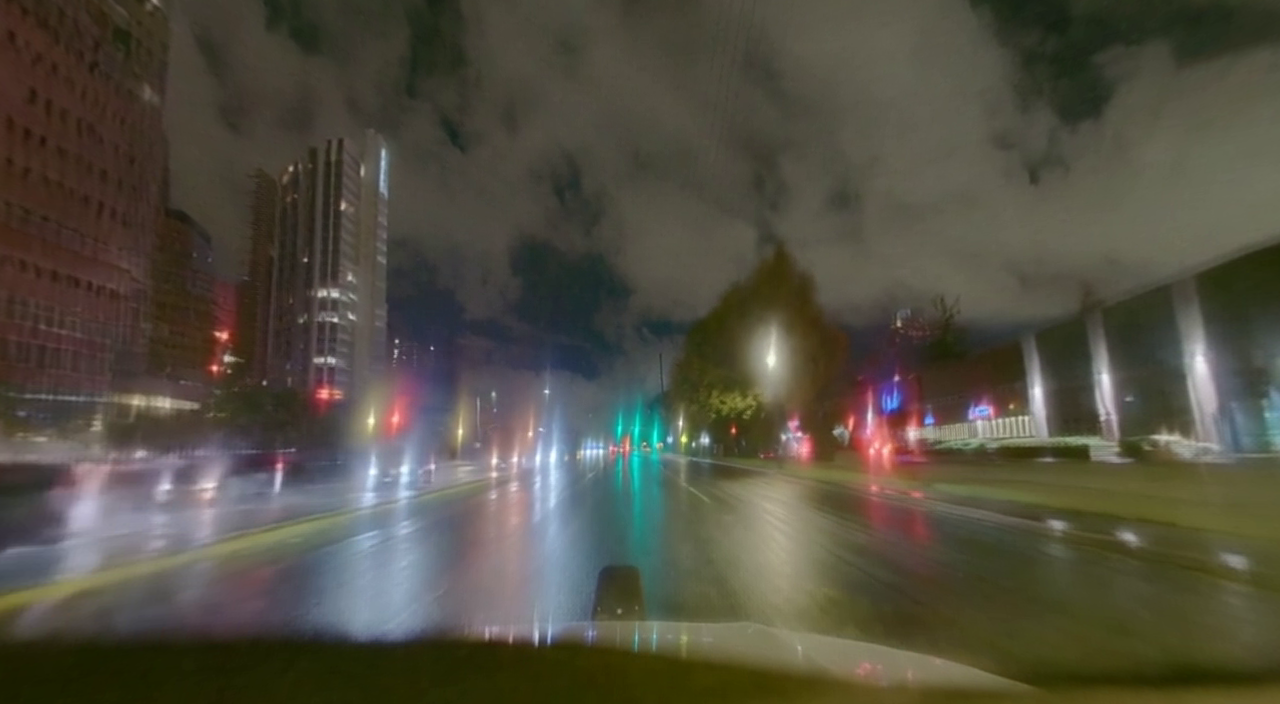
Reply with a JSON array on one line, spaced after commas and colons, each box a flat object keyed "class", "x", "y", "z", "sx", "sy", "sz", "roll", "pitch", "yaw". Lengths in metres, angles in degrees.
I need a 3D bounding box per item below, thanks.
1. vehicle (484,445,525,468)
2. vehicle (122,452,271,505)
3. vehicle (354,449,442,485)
[{"class": "vehicle", "x": -10.279, "y": 7.949, "z": 48.225, "sx": 2.025, "sy": 1.704, "sz": 4.523, "roll": 0, "pitch": -9, "yaw": 2}, {"class": "vehicle", "x": -16.571, "y": 4.693, "z": 24.015, "sx": 2.012, "sy": 1.757, "sz": 4.944, "roll": 0, "pitch": -9, "yaw": 1}, {"class": "vehicle", "x": -10.724, "y": 5.118, "z": 28.458, "sx": 2.020, "sy": 1.490, "sz": 4.657, "roll": 0, "pitch": -9, "yaw": 1}]
